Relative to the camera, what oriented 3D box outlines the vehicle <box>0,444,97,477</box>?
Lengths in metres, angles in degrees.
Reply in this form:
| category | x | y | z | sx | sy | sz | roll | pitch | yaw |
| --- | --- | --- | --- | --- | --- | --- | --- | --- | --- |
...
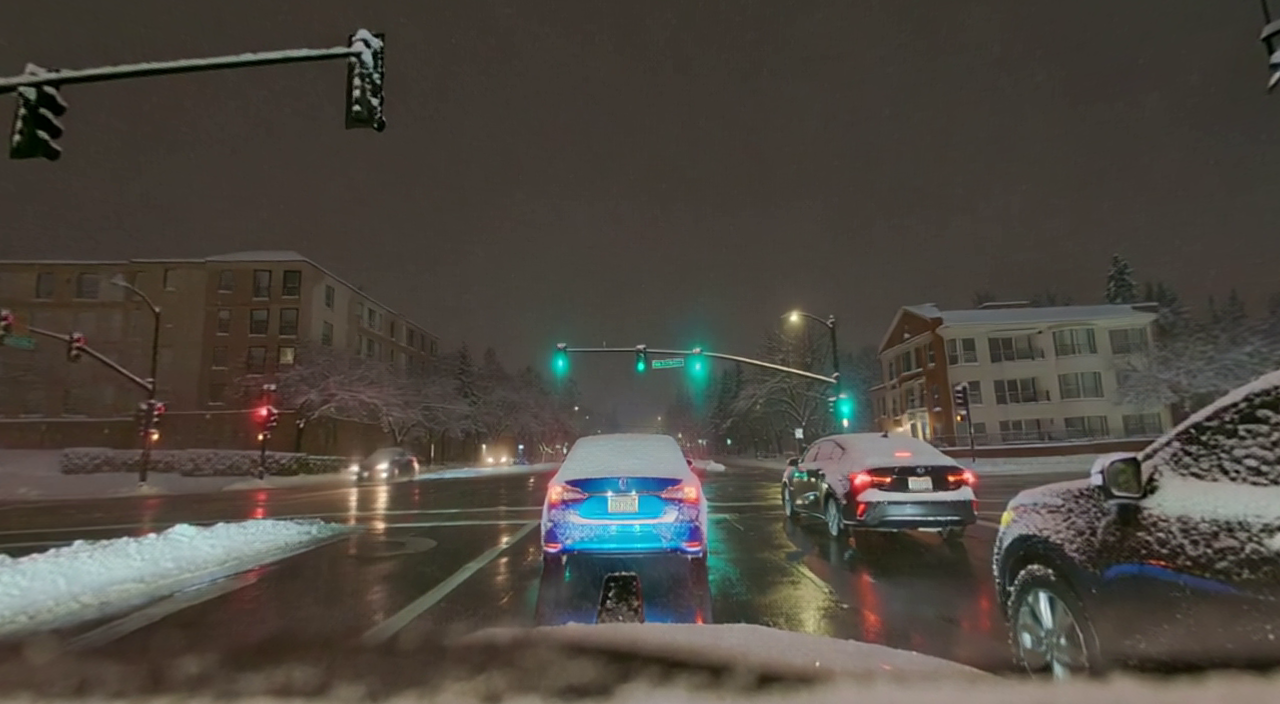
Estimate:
| category | x | y | z | sx | sy | sz | roll | pitch | yaw |
| --- | --- | --- | --- | --- | --- | --- | --- | --- | --- |
| vehicle | -35.731 | 6.440 | 37.534 | 2.145 | 1.797 | 5.198 | -1 | -9 | 1 |

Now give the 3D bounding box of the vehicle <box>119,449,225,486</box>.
| category | x | y | z | sx | sy | sz | roll | pitch | yaw |
| --- | --- | --- | --- | --- | --- | --- | --- | --- | --- |
| vehicle | -27.470 | 6.757 | 37.366 | 2.300 | 1.932 | 5.056 | -1 | -8 | 2 |

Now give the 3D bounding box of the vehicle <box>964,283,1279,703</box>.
| category | x | y | z | sx | sy | sz | roll | pitch | yaw |
| --- | --- | --- | --- | --- | --- | --- | --- | --- | --- |
| vehicle | 3.007 | 0.630 | 1.589 | 2.047 | 1.785 | 4.357 | 0 | -8 | 0 |

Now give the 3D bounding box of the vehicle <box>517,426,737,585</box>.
| category | x | y | z | sx | sy | sz | roll | pitch | yaw |
| --- | --- | --- | --- | --- | --- | --- | --- | --- | --- |
| vehicle | -0.137 | 1.762 | 8.049 | 2.095 | 1.502 | 3.873 | 0 | -8 | 0 |

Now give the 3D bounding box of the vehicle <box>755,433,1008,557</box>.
| category | x | y | z | sx | sy | sz | roll | pitch | yaw |
| --- | --- | --- | --- | --- | --- | --- | --- | --- | --- |
| vehicle | 3.222 | 1.998 | 9.609 | 2.009 | 1.414 | 4.416 | 0 | -8 | -2 |

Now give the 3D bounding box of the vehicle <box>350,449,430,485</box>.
| category | x | y | z | sx | sy | sz | roll | pitch | yaw |
| --- | --- | --- | --- | --- | --- | --- | --- | --- | --- |
| vehicle | -11.638 | 5.349 | 29.799 | 1.887 | 1.516 | 4.524 | 0 | -8 | 1 |

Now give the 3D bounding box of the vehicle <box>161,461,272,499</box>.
| category | x | y | z | sx | sy | sz | roll | pitch | yaw |
| --- | --- | --- | --- | --- | --- | --- | --- | --- | --- |
| vehicle | -19.067 | 5.764 | 28.707 | 1.942 | 1.453 | 4.448 | 0 | -9 | 0 |

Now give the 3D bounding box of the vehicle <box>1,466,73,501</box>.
| category | x | y | z | sx | sy | sz | roll | pitch | yaw |
| --- | --- | --- | --- | --- | --- | --- | --- | --- | --- |
| vehicle | -27.990 | 6.080 | 29.457 | 1.972 | 1.433 | 4.324 | 8 | -12 | -39 |
